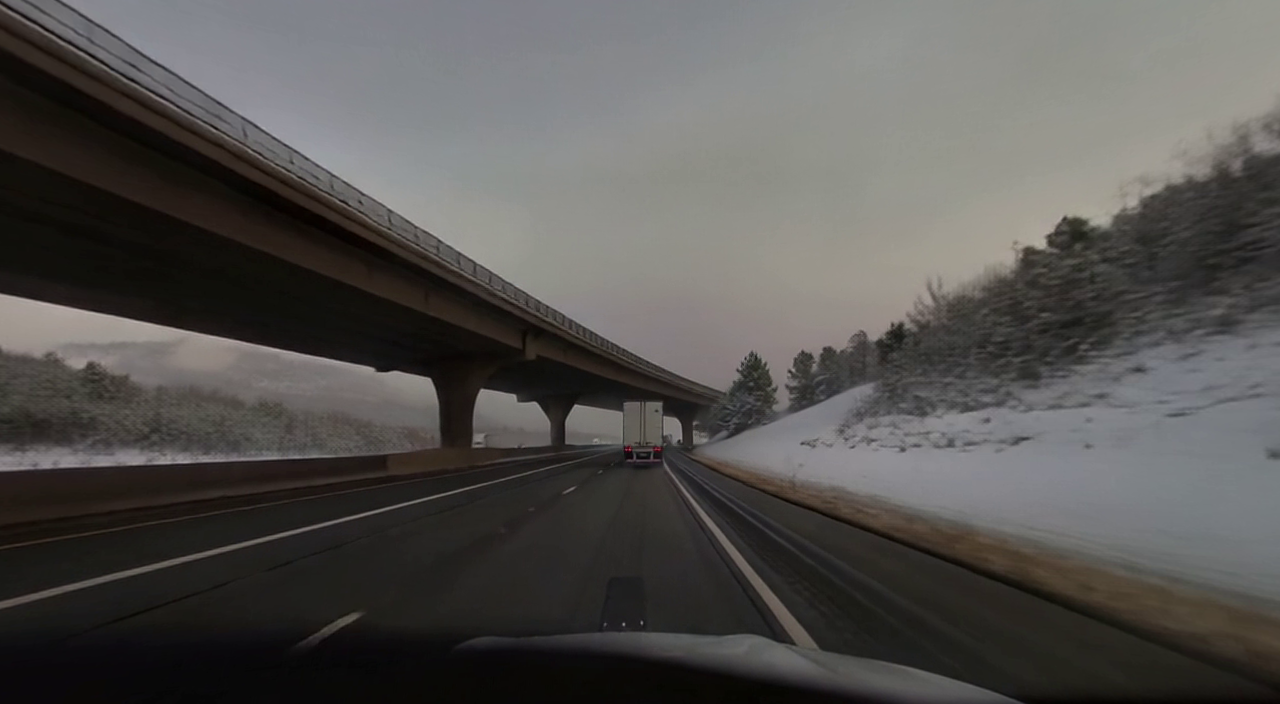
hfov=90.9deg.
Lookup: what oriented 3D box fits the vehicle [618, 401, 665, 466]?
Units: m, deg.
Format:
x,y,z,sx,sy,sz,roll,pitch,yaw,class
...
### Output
x,y,z,sx,sy,sz,roll,pitch,yaw,class
0.049,5.879,44.830,2.866,4.014,11.261,0,-8,-1,vehicle
